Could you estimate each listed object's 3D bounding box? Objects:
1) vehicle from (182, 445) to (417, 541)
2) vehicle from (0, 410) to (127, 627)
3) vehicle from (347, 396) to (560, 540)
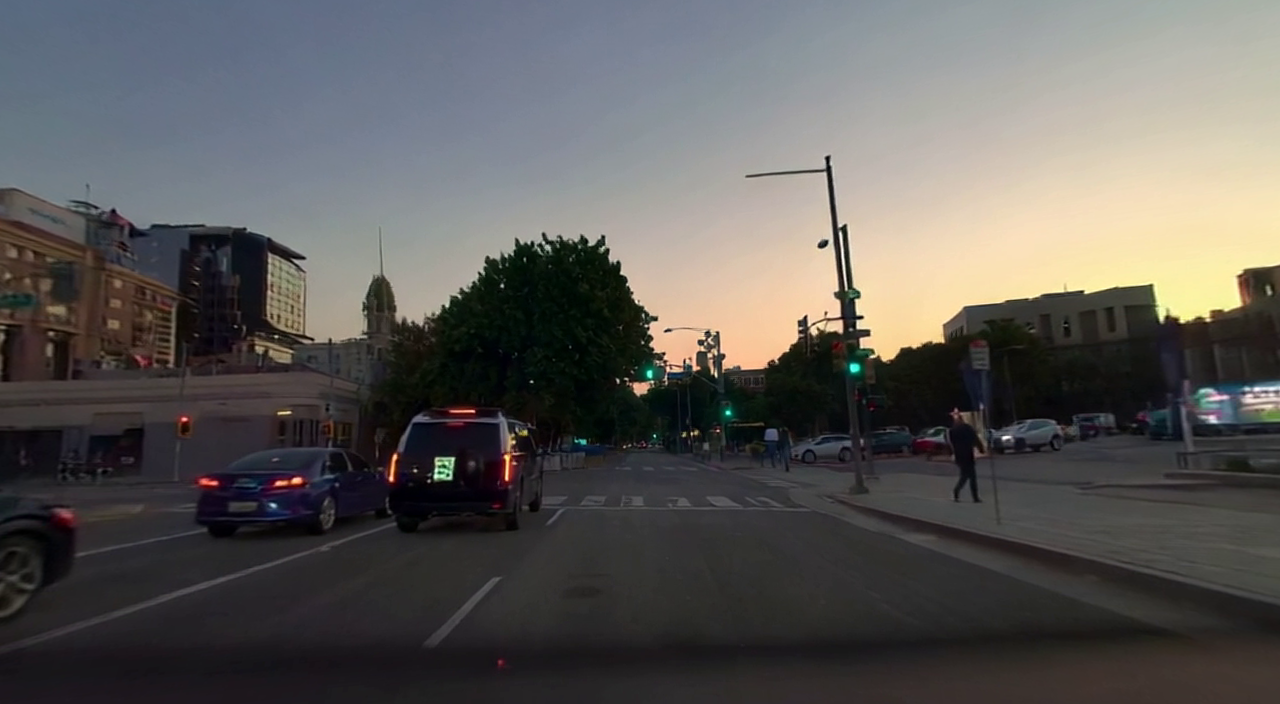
[{"bbox_3d":[-6.029,2.494,11.980,1.982,1.452,4.463,0,-8,0],"label":"vehicle"},{"bbox_3d":[-6.028,1.110,3.682,2.228,1.652,4.593,0,-8,-1],"label":"vehicle"},{"bbox_3d":[-3.138,2.144,12.293,2.496,2.155,5.468,0,-8,0],"label":"vehicle"}]
